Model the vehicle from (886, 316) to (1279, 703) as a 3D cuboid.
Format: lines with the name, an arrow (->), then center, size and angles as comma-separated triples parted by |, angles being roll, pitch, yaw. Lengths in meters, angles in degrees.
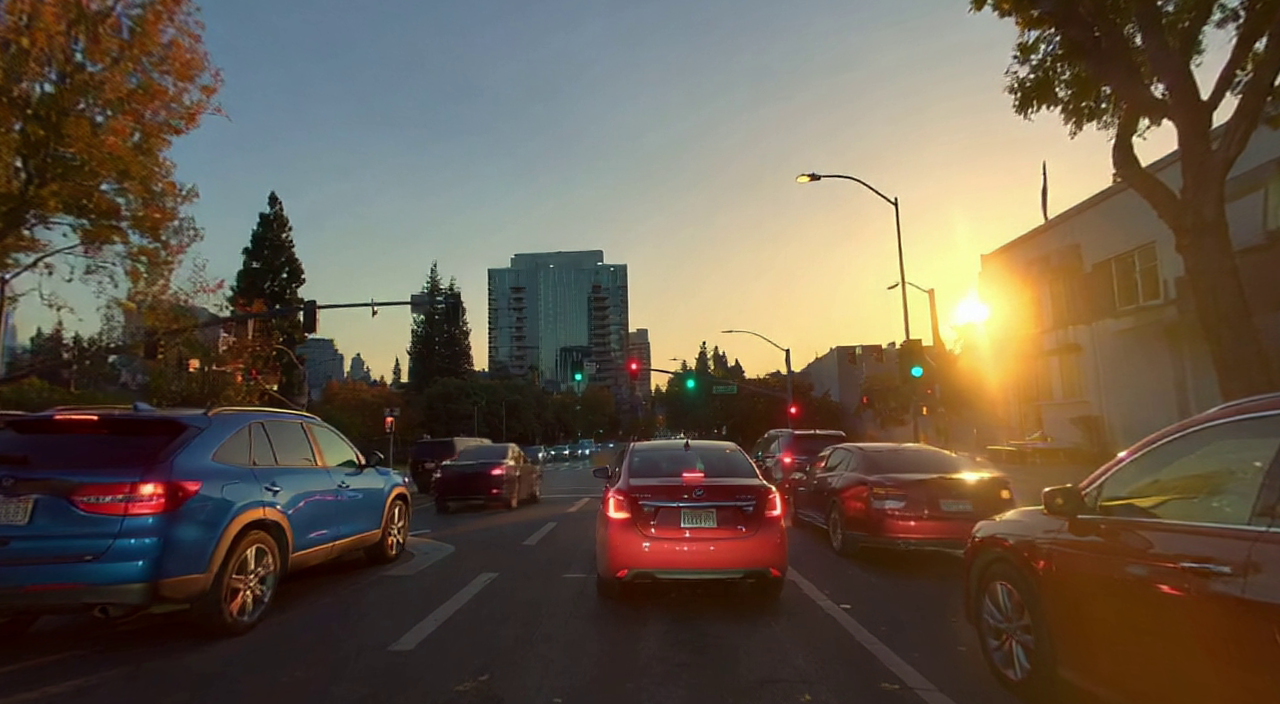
vehicle -> 3.045, 0.913, 3.047 | 1.880, 1.747, 4.500 | 0, -8, 0

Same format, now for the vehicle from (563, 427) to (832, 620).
vehicle -> 0.435, 1.609, 6.836 | 2.051, 1.460, 3.932 | 0, -8, 0

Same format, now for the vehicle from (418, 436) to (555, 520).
vehicle -> -3.071, 2.598, 13.489 | 1.868, 1.516, 4.114 | 0, -8, 1

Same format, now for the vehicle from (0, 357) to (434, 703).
vehicle -> -3.448, 1.217, 5.263 | 1.889, 1.767, 4.289 | 0, -8, 1
